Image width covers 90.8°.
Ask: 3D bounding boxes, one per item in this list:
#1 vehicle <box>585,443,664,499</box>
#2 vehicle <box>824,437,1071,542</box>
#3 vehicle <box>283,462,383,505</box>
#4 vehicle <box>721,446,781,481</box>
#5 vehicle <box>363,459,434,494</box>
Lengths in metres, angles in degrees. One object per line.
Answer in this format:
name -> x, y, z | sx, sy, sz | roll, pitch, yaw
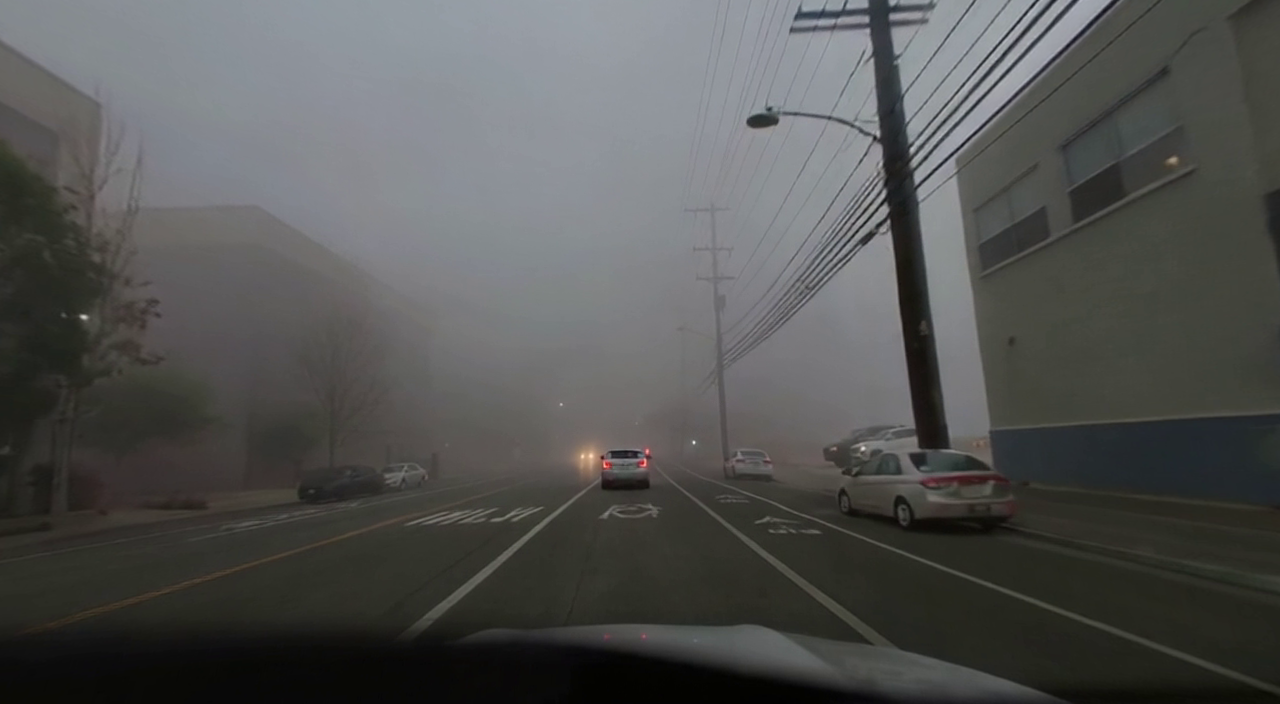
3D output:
vehicle -> -0.436, 3.533, 19.018 | 2.116, 1.479, 3.980 | 0, -9, -1
vehicle -> 5.062, 2.329, 11.344 | 1.987, 1.459, 4.677 | 0, -9, -1
vehicle -> -11.836, 5.062, 24.691 | 1.828, 1.457, 4.371 | 0, -9, -2
vehicle -> 5.098, 5.195, 29.673 | 1.937, 1.523, 4.541 | 0, -9, -1
vehicle -> -11.648, 6.020, 30.817 | 1.817, 1.480, 4.282 | 0, -9, 0
